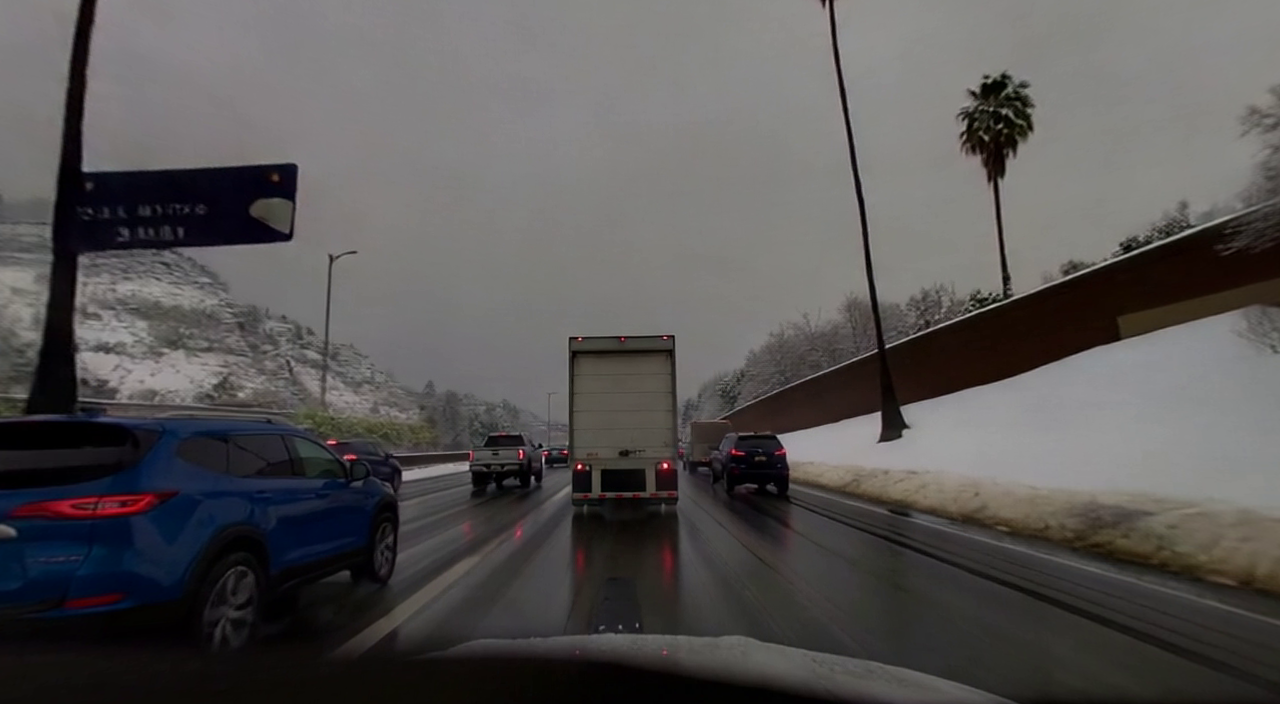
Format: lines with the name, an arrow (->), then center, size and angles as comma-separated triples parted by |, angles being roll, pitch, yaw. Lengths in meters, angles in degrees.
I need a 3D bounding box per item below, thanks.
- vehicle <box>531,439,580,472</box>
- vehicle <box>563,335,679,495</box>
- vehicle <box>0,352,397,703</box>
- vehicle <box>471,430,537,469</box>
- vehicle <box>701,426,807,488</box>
vehicle -> -4.020, 5.008, 30.635 | 1.874, 1.475, 4.328 | 0, -9, -1
vehicle -> -0.446, 2.372, 21.404 | 2.906, 4.040, 10.743 | 0, -9, 0
vehicle -> -3.225, 1.090, 3.857 | 1.885, 1.654, 4.103 | 0, -9, -1
vehicle -> -7.315, 5.362, 34.711 | 2.344, 1.954, 5.579 | 0, -9, 1
vehicle -> 2.895, 2.815, 17.119 | 1.859, 1.416, 4.695 | 0, -9, -2
